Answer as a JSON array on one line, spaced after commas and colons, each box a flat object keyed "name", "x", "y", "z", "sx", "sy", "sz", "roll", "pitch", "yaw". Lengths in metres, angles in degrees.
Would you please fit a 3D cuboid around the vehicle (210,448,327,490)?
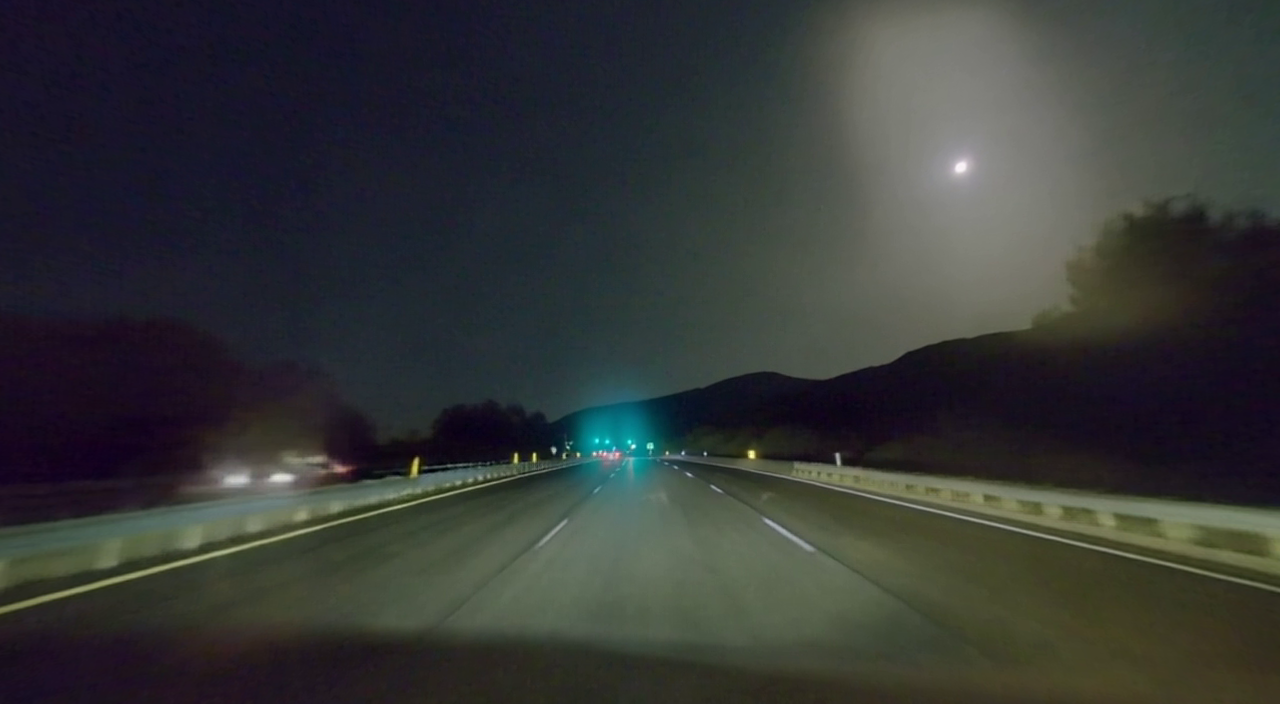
[{"name": "vehicle", "x": -15.277, "y": 4.814, "z": 26.221, "sx": 2.046, "sy": 1.530, "sz": 4.596, "roll": 0, "pitch": -8, "yaw": 0}]
